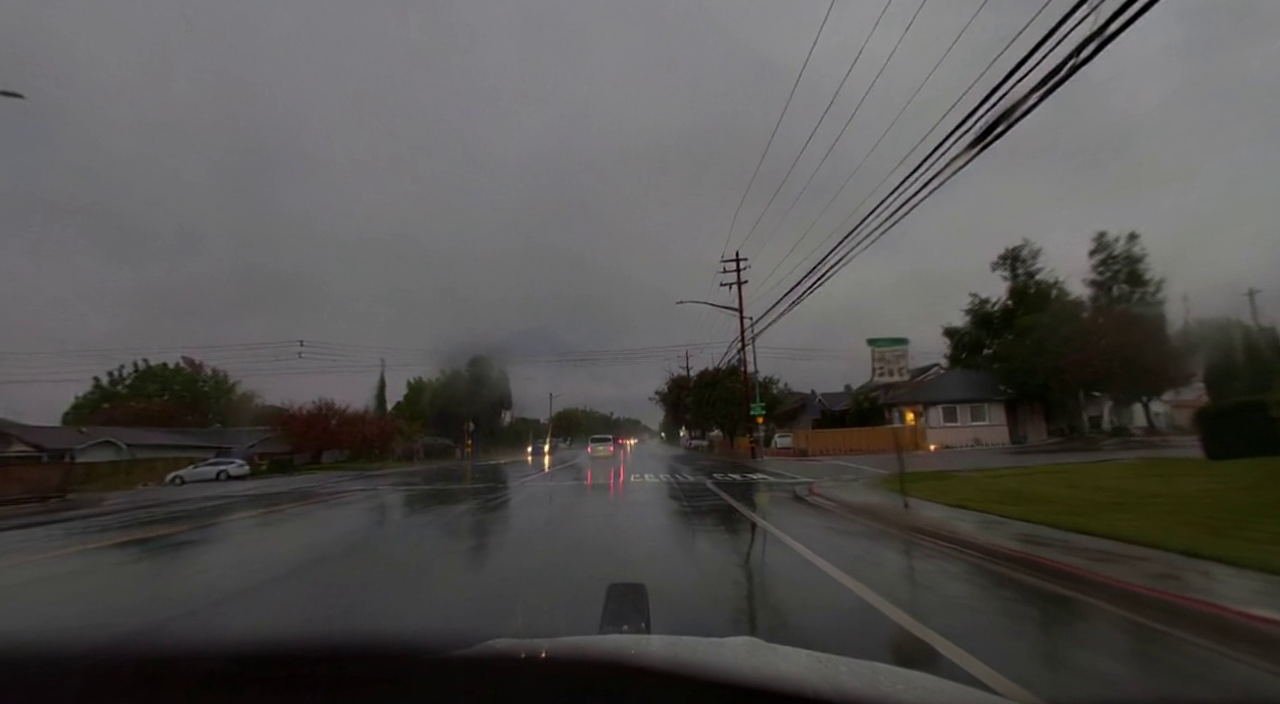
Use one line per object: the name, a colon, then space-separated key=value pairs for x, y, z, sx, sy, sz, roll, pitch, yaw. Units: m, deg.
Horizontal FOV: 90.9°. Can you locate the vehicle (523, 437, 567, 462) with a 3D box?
vehicle: x=-6.188 y=6.425 z=41.759 sx=2.155 sy=1.533 sz=4.530 roll=-1 pitch=-8 yaw=1

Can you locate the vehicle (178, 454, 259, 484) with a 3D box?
vehicle: x=-27.244 y=7.554 z=40.969 sx=1.938 sy=1.725 sz=4.846 roll=0 pitch=-8 yaw=0

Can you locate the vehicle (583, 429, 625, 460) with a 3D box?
vehicle: x=-2.232 y=6.005 z=40.832 sx=2.327 sy=1.861 sz=4.941 roll=0 pitch=-8 yaw=1
